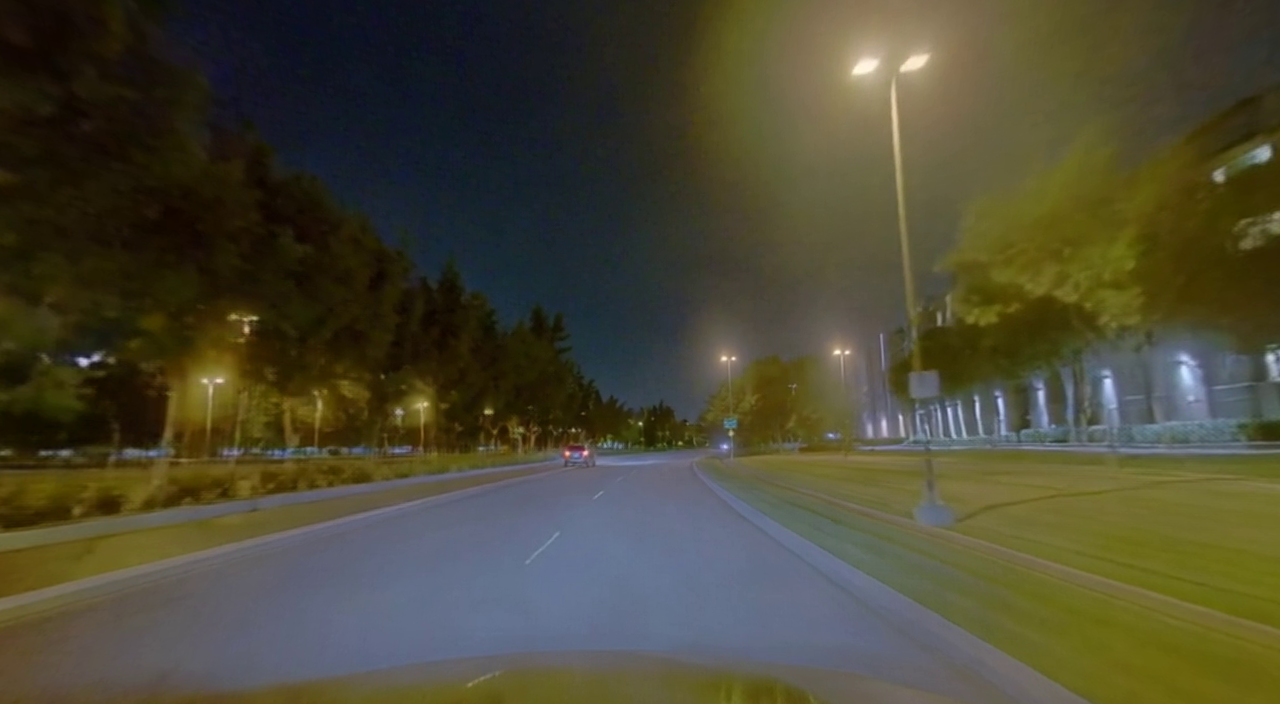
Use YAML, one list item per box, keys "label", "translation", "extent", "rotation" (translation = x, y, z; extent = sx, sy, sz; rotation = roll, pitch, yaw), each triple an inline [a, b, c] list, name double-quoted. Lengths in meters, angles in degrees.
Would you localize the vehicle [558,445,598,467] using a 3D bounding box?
- label: "vehicle"
  translation: [-4.221, 7.162, 43.620]
  extent: [1.945, 1.461, 4.605]
  rotation: [-1, -8, 5]
